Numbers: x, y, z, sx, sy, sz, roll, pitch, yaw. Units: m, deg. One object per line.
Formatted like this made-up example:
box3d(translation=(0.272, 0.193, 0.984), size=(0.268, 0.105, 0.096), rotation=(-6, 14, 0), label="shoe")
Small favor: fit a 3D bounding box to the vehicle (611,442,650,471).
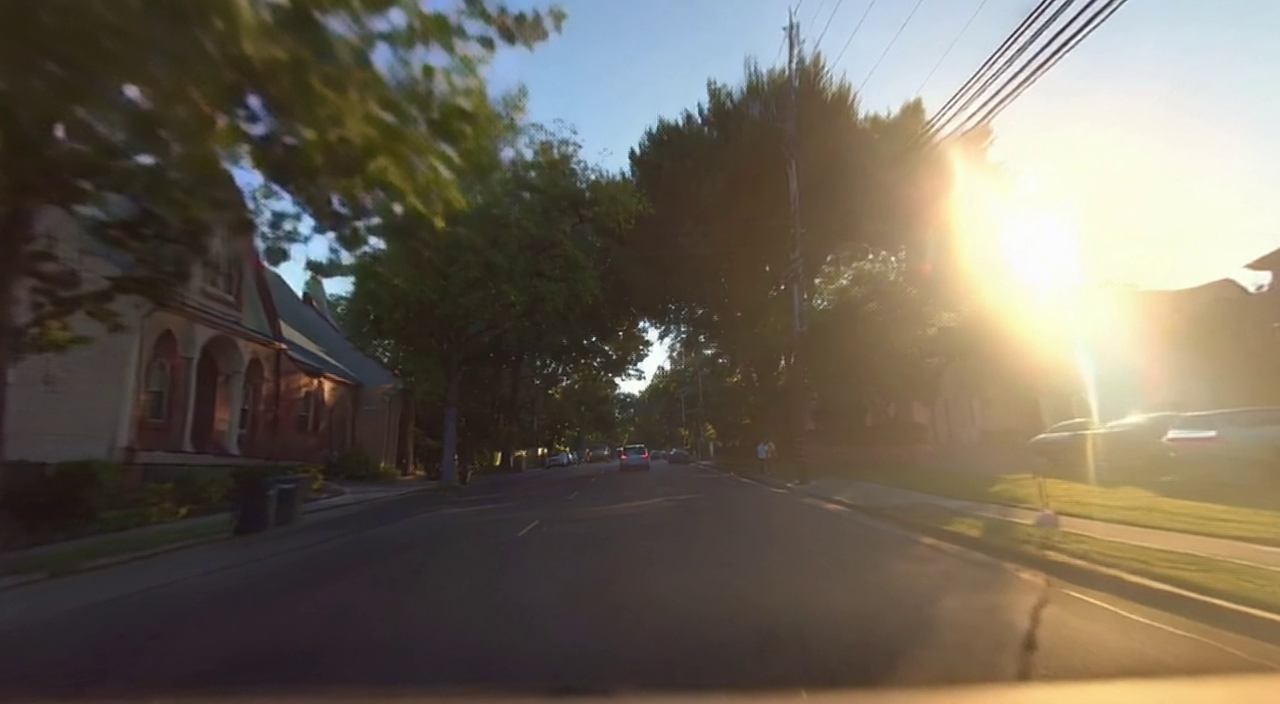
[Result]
box3d(translation=(-0.554, 5.937, 36.100), size=(2.093, 1.497, 4.010), rotation=(-1, -8, -1), label="vehicle")
